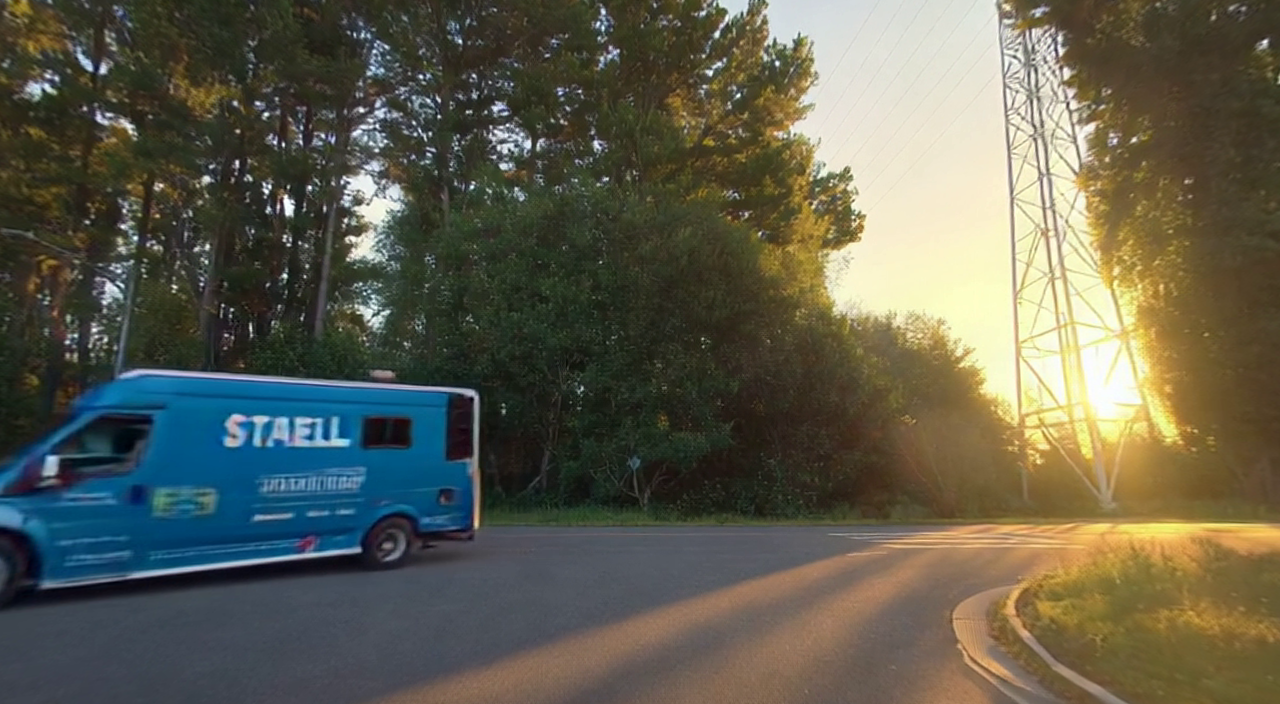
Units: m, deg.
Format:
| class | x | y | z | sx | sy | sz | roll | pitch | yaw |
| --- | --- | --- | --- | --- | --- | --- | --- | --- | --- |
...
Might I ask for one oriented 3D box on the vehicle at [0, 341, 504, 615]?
| class | x | y | z | sx | sy | sz | roll | pitch | yaw |
| --- | --- | --- | --- | --- | --- | --- | --- | --- | --- |
| vehicle | -4.918 | 1.413 | 7.597 | 5.923 | 2.424 | 2.247 | 6 | -11 | -35 |
